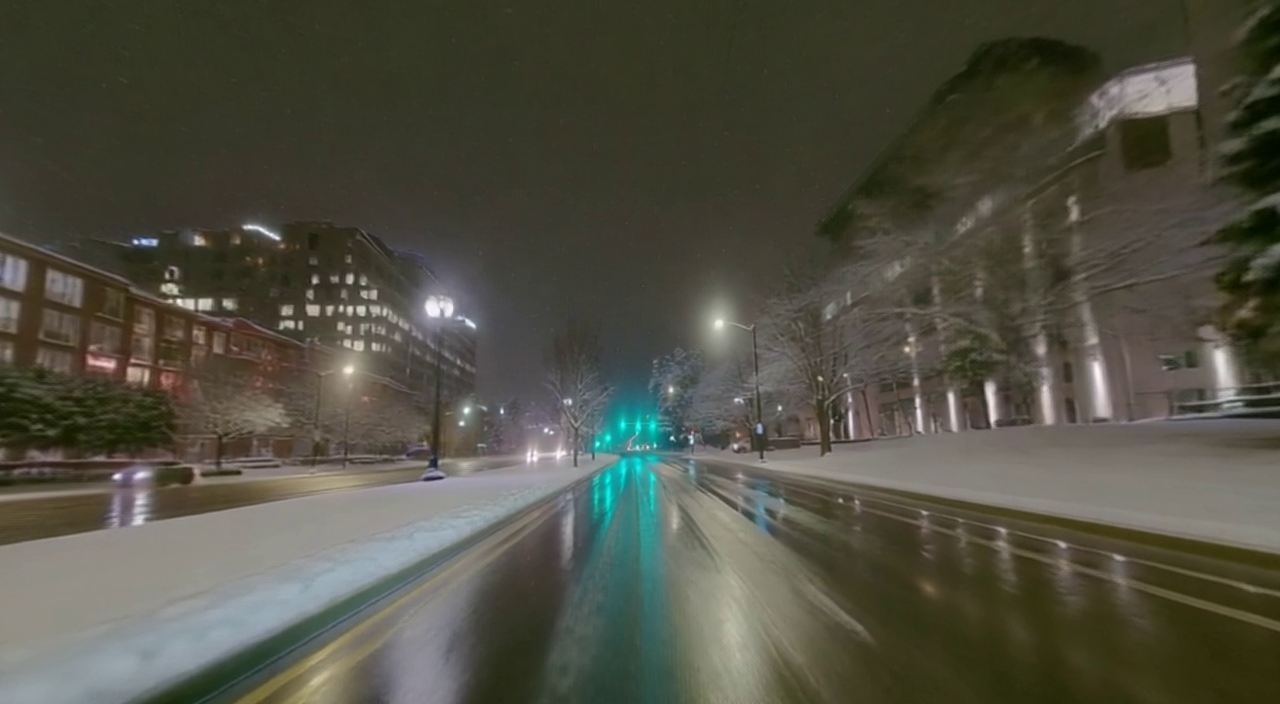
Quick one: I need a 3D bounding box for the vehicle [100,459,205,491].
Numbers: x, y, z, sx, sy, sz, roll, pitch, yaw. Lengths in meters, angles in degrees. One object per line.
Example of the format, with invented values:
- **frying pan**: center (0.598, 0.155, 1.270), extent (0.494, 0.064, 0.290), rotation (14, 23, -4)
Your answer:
- **vehicle**: center (-26.453, 6.658, 34.532), extent (1.927, 1.476, 4.717), rotation (0, -9, 0)
